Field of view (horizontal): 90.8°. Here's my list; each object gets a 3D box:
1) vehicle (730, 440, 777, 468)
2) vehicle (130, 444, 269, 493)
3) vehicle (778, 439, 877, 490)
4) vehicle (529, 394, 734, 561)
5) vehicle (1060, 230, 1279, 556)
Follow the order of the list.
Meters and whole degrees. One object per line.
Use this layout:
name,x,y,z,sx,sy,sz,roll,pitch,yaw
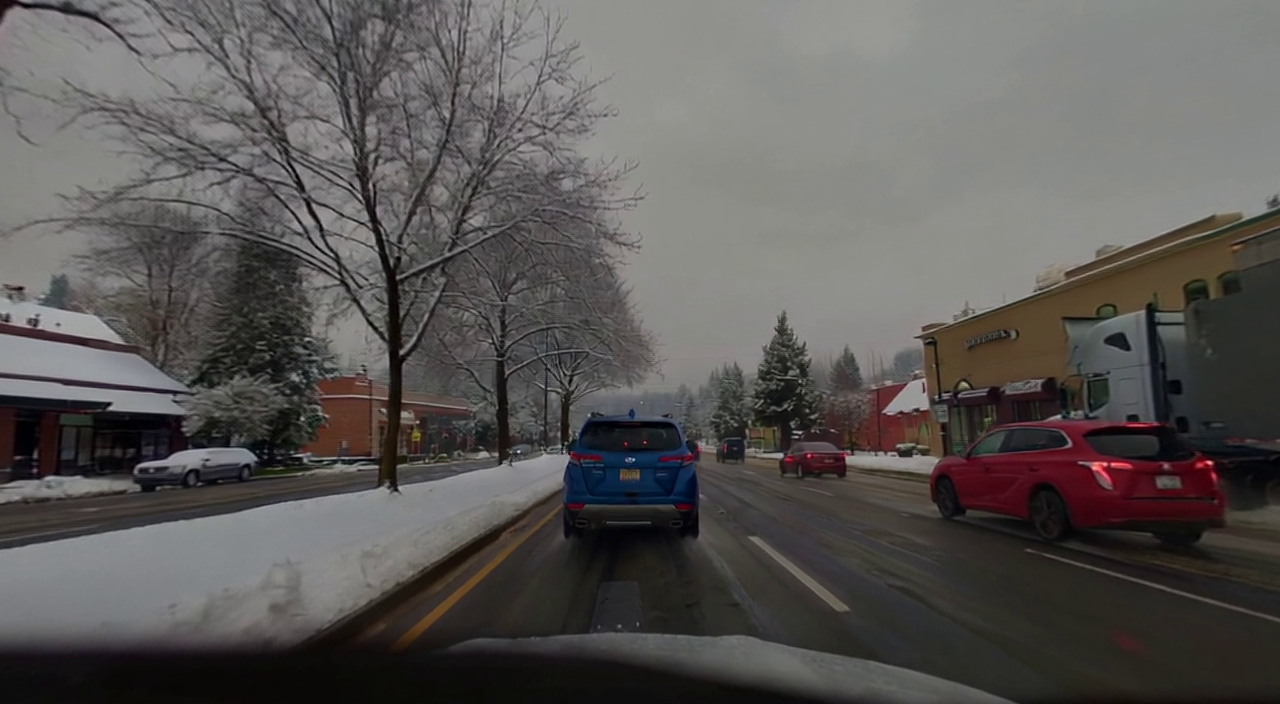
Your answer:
vehicle,6.499,5.882,36.610,1.914,1.523,4.287,0,-9,-1
vehicle,-19.281,5.102,28.050,2.302,1.939,5.221,0,-9,1
vehicle,6.282,3.805,21.744,2.035,1.553,4.465,0,-9,0
vehicle,-0.134,1.739,9.335,2.320,1.880,4.192,0,-9,-1
vehicle,9.962,-0.132,3.906,2.879,4.284,17.334,0,-9,0
